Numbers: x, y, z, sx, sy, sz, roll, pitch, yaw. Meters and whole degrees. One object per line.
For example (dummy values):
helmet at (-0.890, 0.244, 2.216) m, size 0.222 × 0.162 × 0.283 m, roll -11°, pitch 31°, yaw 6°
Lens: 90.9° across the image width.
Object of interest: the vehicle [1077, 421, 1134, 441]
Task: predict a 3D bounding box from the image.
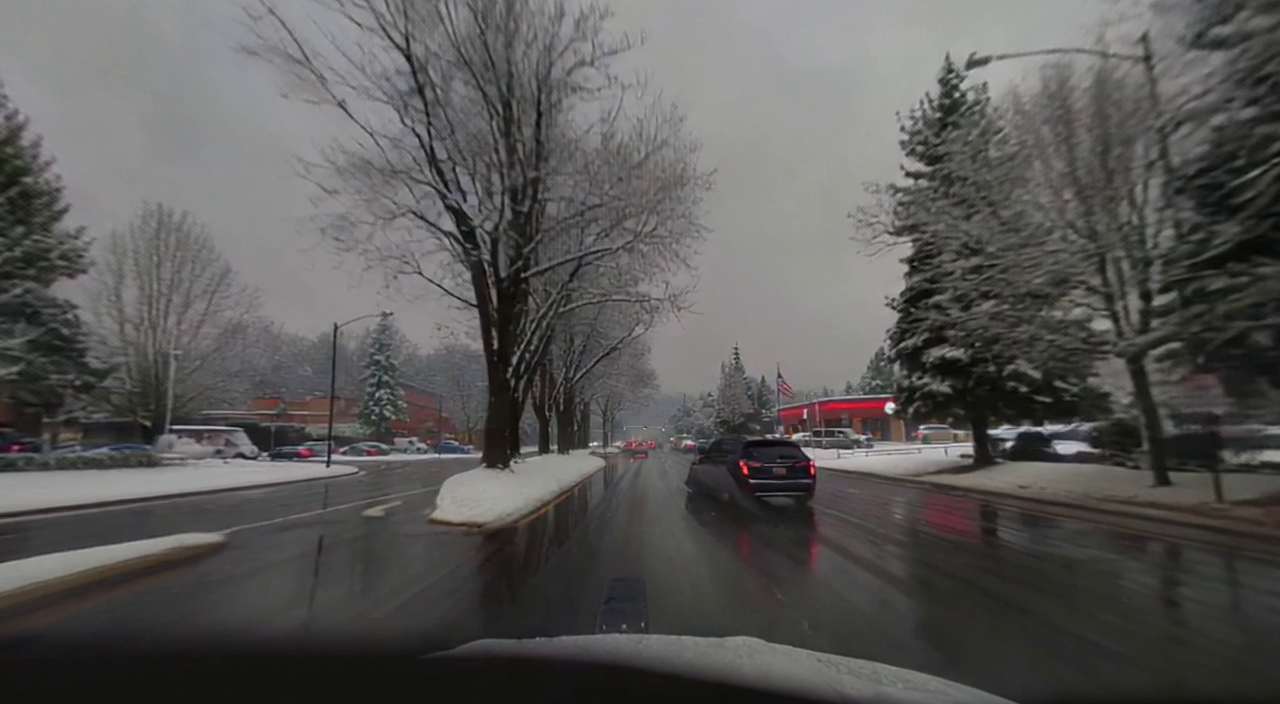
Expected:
vehicle at (35.114, 6.012, 47.703) m, size 1.842 × 1.473 × 4.620 m, roll -2°, pitch -8°, yaw 15°

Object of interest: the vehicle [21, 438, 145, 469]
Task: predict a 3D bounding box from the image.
vehicle at (-36.723, 6.725, 41.701) m, size 5.748 × 1.927 × 2.252 m, roll 0°, pitch -9°, yaw -5°

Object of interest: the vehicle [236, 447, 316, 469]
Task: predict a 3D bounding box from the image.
vehicle at (-23.329, 6.796, 40.460) m, size 4.077 × 1.342 × 1.813 m, roll -1°, pitch -9°, yaw 4°

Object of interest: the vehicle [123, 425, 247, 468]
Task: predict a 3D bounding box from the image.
vehicle at (-35.046, 7.274, 48.763) m, size 7.010 × 3.172 × 3.077 m, roll 0°, pitch -8°, yaw -1°

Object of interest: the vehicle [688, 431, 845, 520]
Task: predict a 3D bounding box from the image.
vehicle at (2.320, 2.440, 13.047) m, size 2.091 × 1.472 × 4.697 m, roll 0°, pitch -8°, yaw -3°

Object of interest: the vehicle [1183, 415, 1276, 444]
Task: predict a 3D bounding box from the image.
vehicle at (32.910, 4.400, 35.361) m, size 1.888 × 1.467 × 4.425 m, roll -3°, pitch -8°, yaw 16°
